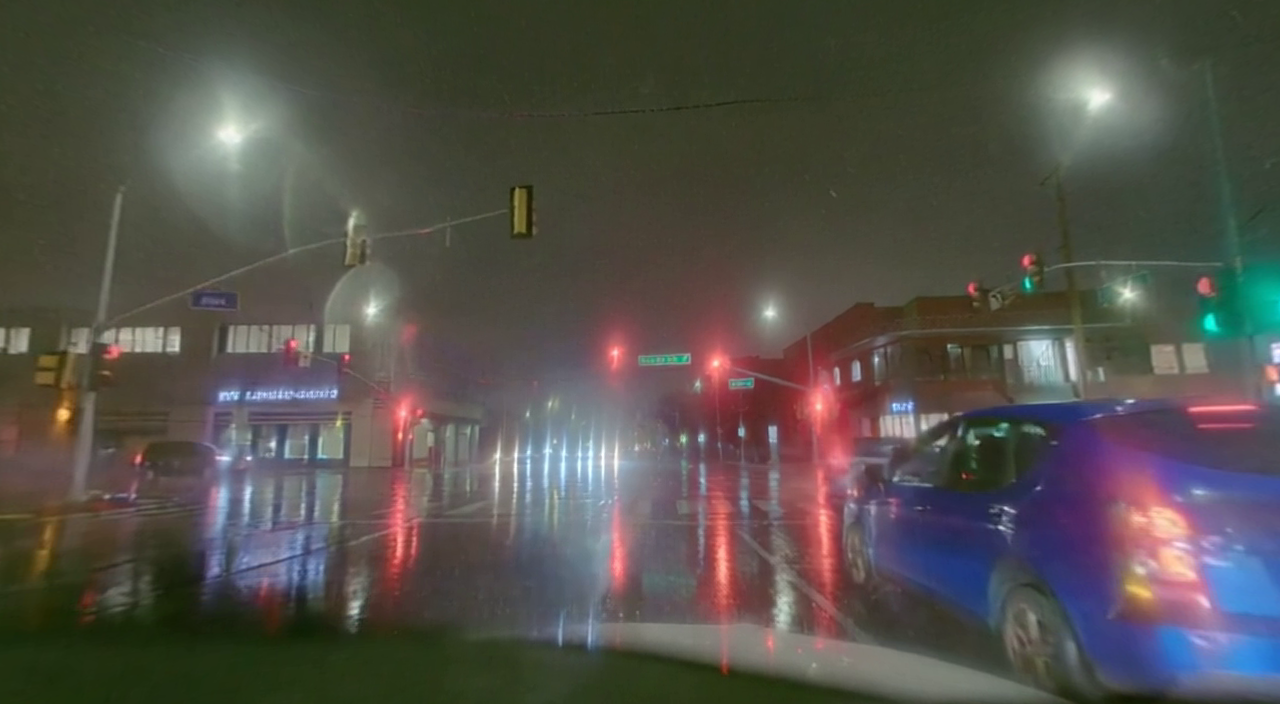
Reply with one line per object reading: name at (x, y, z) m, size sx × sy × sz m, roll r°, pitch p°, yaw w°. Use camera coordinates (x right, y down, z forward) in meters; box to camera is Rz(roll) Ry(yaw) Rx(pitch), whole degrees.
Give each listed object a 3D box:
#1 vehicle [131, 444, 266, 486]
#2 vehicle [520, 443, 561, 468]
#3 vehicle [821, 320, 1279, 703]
vehicle at (-21.523, 5.474, 30.893) m, size 5.161 × 1.910 × 2.275 m, roll -2°, pitch -9°, yaw 10°
vehicle at (-7.337, 7.692, 47.059) m, size 2.181 × 1.703 × 4.512 m, roll -1°, pitch -8°, yaw 1°
vehicle at (2.927, 1.054, 4.193) m, size 2.049 × 1.691 × 4.447 m, roll 0°, pitch -8°, yaw -1°
